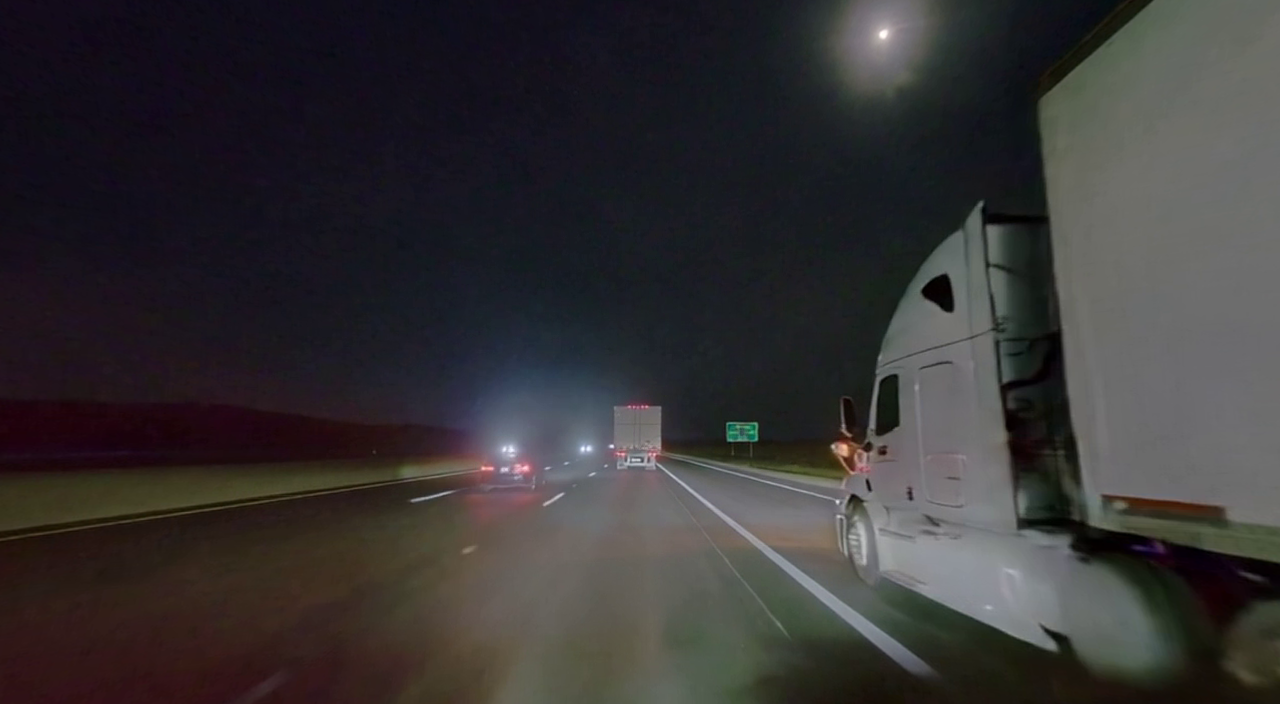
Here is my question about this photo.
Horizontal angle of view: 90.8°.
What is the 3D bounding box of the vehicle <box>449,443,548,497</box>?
[{"bbox_3d":[-4.257,3.638,19.893,1.892,1.471,5.047,0,-9,1],"label":"vehicle"}]
